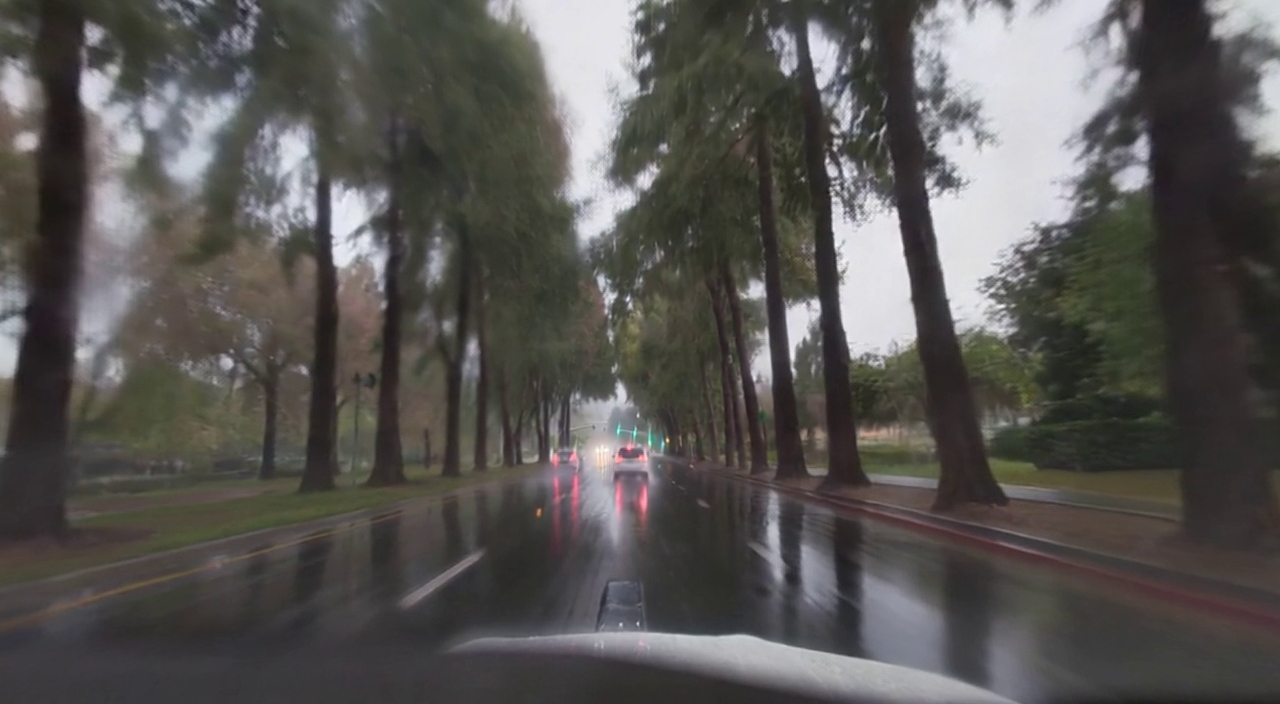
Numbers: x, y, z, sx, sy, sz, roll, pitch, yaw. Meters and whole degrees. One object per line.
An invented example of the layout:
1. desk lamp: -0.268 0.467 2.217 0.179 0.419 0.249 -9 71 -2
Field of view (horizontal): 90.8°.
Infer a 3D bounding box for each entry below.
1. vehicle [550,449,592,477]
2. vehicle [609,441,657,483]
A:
1. vehicle: -3.991 6.492 37.295 1.936 1.538 4.016 0 -9 1
2. vehicle: -0.308 4.945 28.738 2.018 1.769 3.897 0 -9 -1
